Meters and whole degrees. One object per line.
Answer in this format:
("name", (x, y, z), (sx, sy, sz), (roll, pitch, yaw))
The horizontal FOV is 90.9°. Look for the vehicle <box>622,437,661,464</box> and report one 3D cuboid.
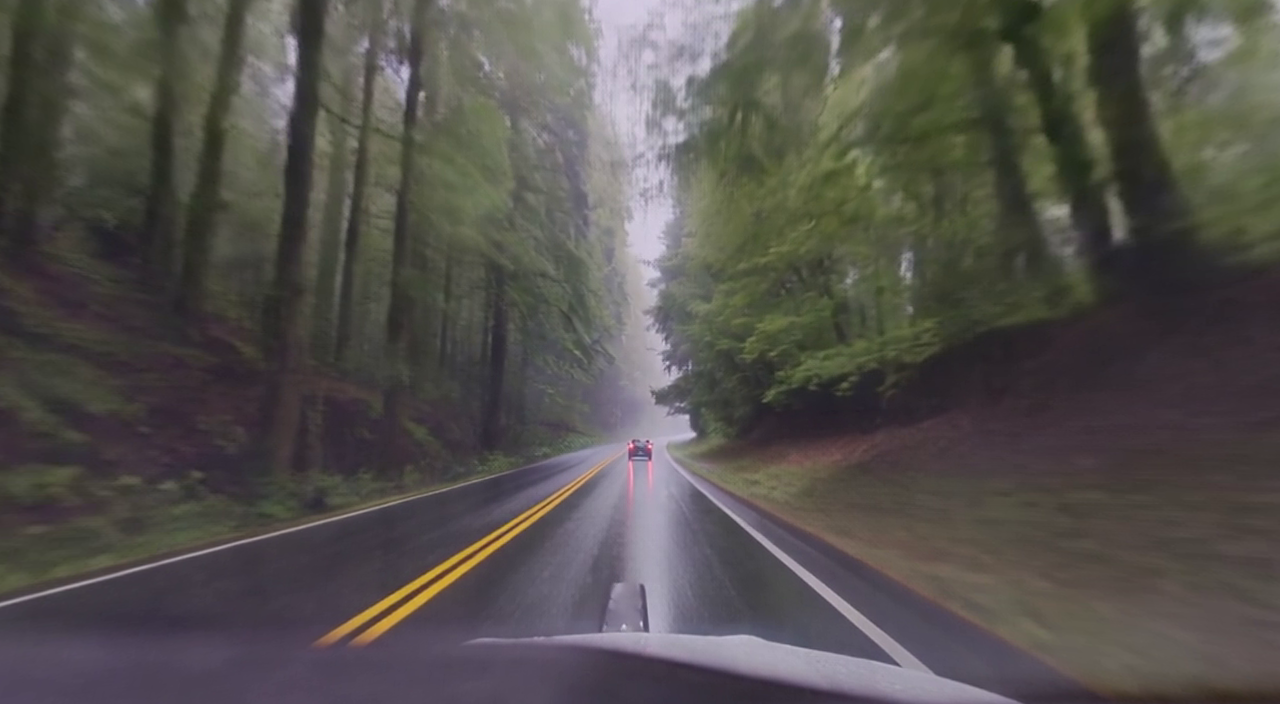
("vehicle", (0.088, 5.781, 37.244), (2.120, 1.491, 4.349), (0, -8, 0))
